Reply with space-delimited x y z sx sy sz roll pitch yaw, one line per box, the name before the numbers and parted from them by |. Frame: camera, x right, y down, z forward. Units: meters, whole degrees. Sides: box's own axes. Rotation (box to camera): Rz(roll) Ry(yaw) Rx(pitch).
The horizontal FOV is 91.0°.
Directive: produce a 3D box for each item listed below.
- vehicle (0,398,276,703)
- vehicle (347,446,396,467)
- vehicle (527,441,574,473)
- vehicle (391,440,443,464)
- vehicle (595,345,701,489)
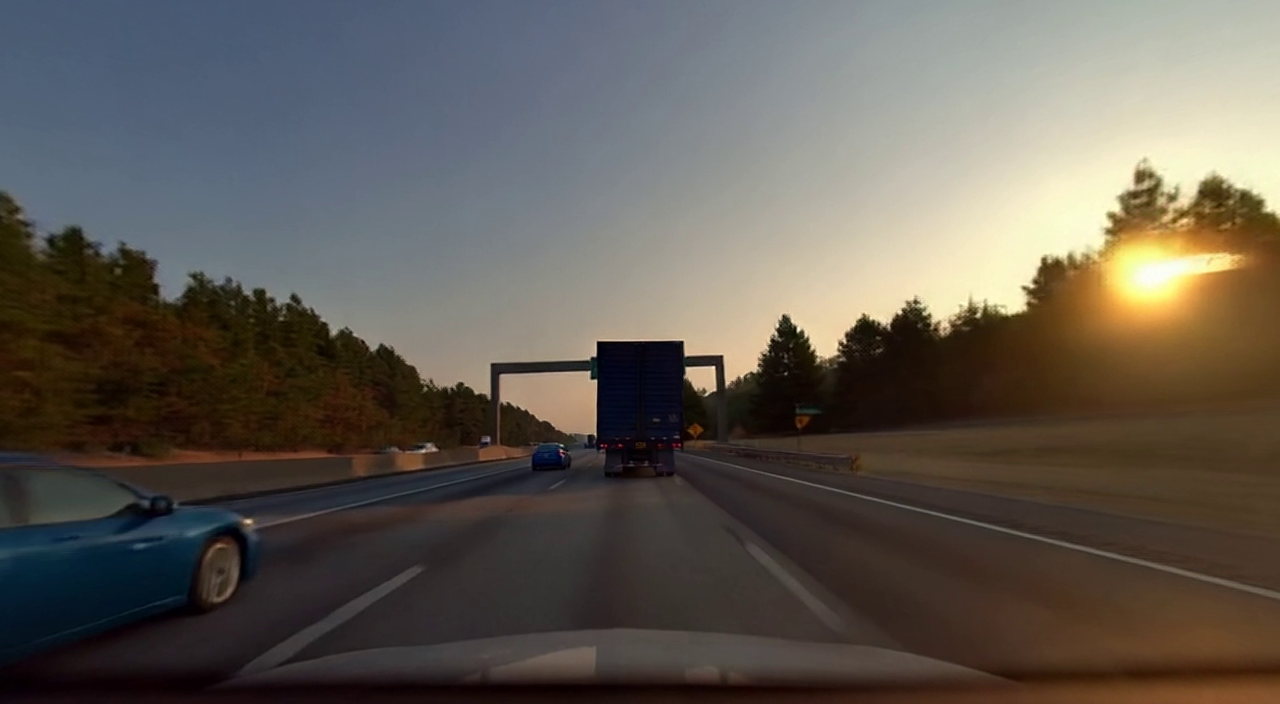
vehicle | -4.280 1.018 3.091 2.116 1.571 4.849 0 -8 -1
vehicle | -20.143 7.855 47.387 1.791 1.462 4.349 0 -8 0
vehicle | -4.579 5.450 32.815 1.854 1.530 4.268 0 -8 0
vehicle | -16.671 7.510 47.349 2.082 1.655 4.885 0 -8 0
vehicle | 0.119 2.641 23.735 3.073 4.196 10.546 0 -8 -1
